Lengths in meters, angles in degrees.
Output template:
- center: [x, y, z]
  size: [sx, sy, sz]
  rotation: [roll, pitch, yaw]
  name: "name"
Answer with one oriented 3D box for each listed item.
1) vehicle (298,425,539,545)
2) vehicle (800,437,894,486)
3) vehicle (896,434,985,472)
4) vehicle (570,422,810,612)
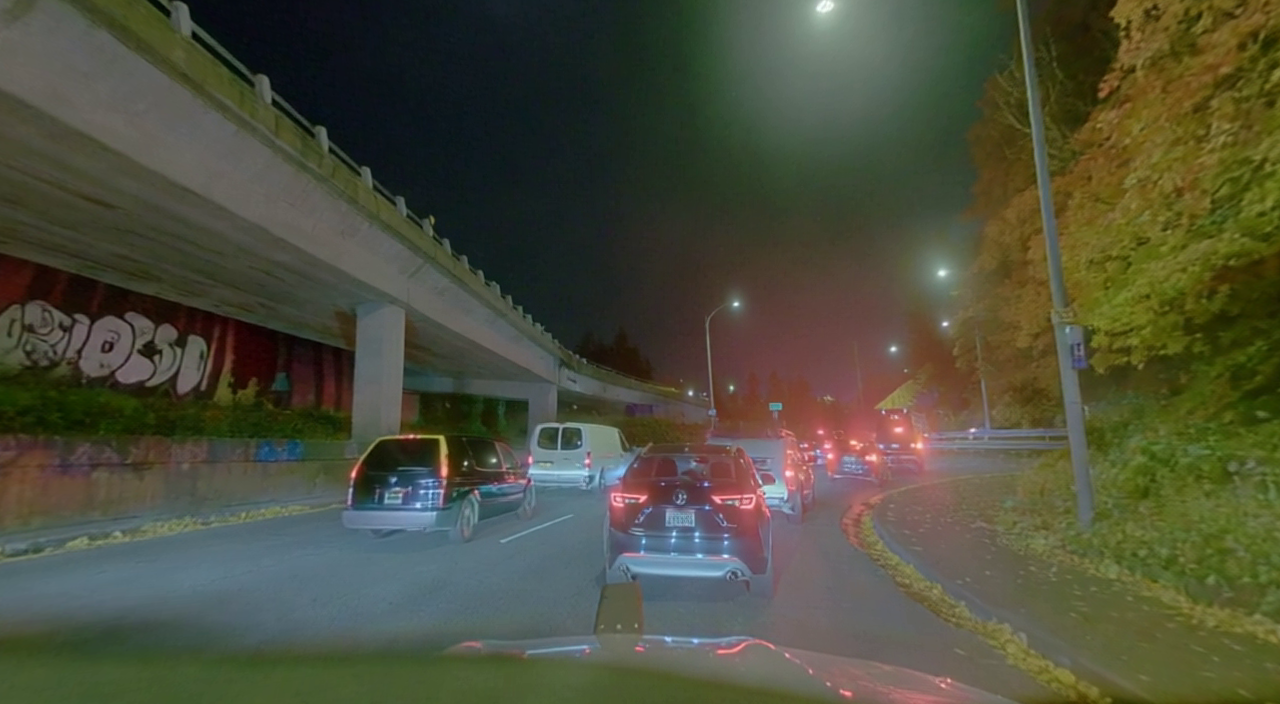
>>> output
- center: [-3.332, 2.087, 10.448]
  size: [1.921, 1.554, 4.081]
  rotation: [-2, -9, 11]
  name: "vehicle"
- center: [6.940, 3.577, 20.746]
  size: [1.780, 1.446, 3.902]
  rotation: [-7, -11, 35]
  name: "vehicle"
- center: [12.865, 4.287, 26.723]
  size: [3.934, 1.485, 1.763]
  rotation: [7, -11, -38]
  name: "vehicle"
- center: [0.843, 1.663, 7.197]
  size: [2.064, 1.515, 3.722]
  rotation: [-3, -9, 15]
  name: "vehicle"
